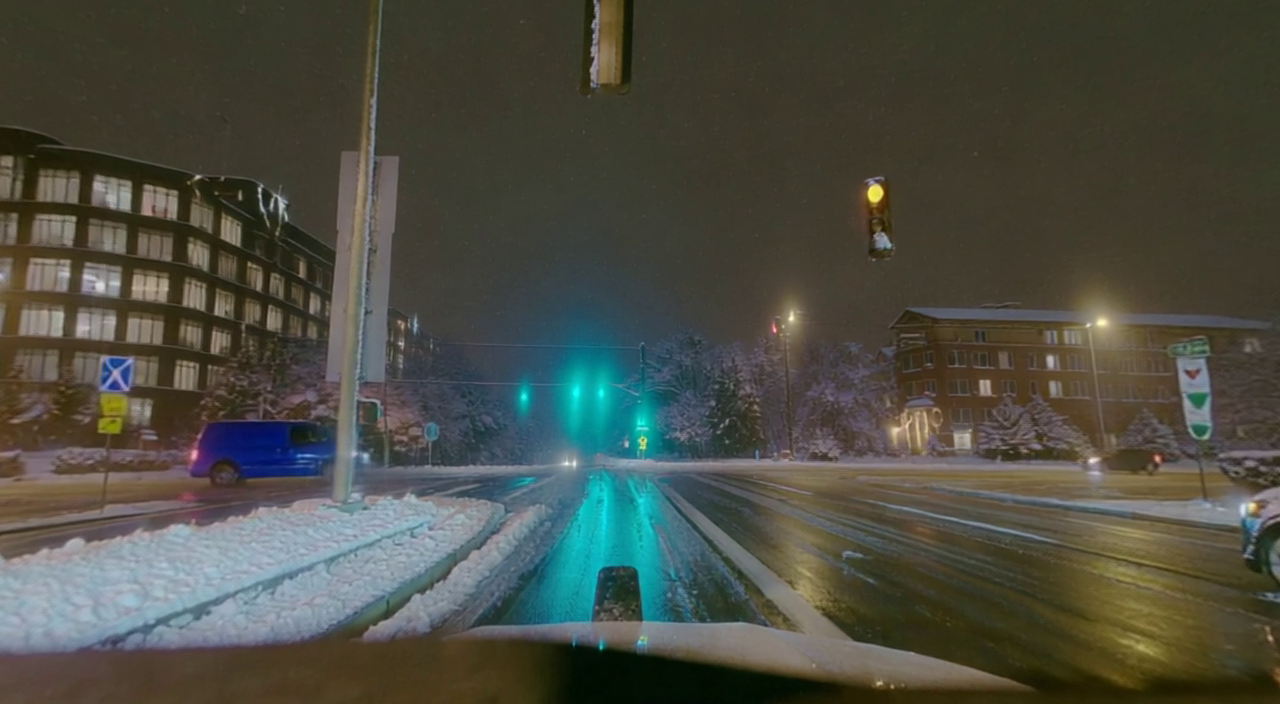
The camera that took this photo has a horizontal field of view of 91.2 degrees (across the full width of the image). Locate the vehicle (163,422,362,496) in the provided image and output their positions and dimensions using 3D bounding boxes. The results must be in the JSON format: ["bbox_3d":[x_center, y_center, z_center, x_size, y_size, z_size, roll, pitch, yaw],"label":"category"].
[{"bbox_3d":[-16.808,4.788,28.488,7.088,3.096,2.678,2,-9,-13],"label":"vehicle"}]

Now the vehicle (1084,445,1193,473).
[{"bbox_3d":[29.327,6.277,36.974,4.736,1.542,1.966,0,-9,-1],"label":"vehicle"}]
